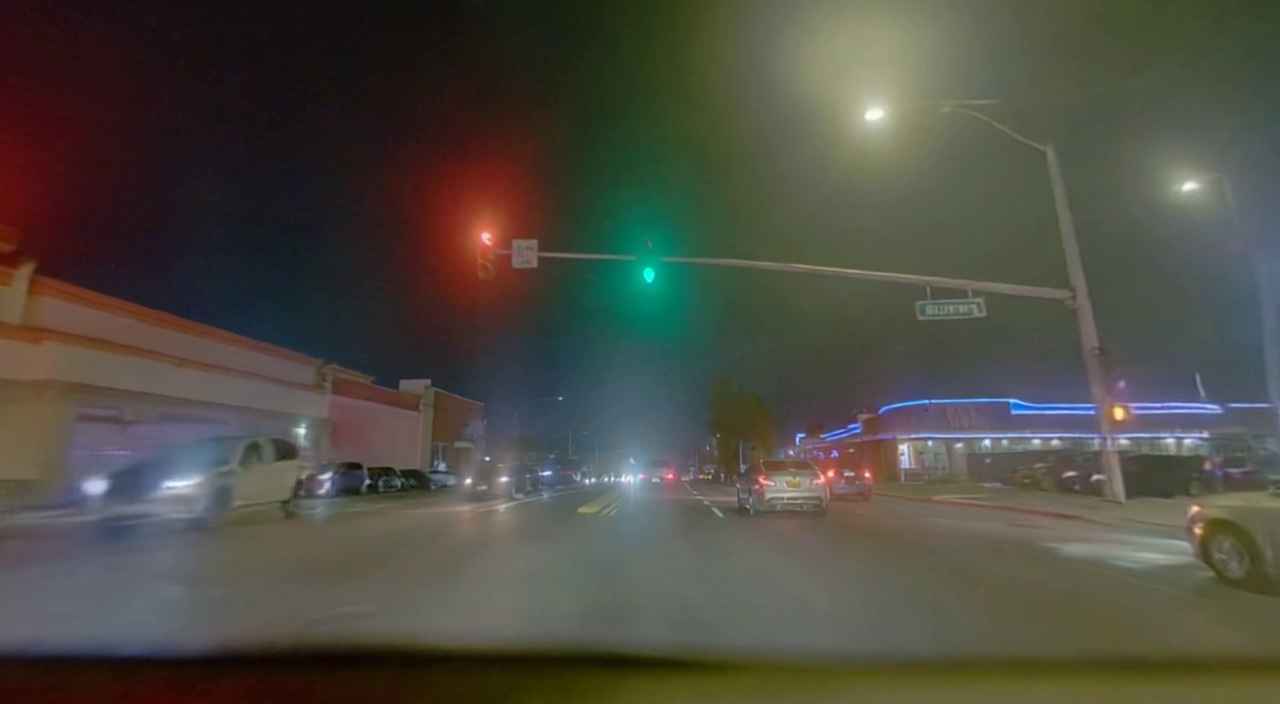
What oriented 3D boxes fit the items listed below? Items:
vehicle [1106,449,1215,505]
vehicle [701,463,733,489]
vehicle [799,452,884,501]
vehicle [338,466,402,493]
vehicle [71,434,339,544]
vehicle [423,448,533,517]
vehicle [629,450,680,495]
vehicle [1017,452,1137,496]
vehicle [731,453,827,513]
[{"bbox_3d":[16.049,3.731,19.360,2.052,1.399,4.373,-7,-10,44],"label":"vehicle"},{"bbox_3d":[5.846,9.425,48.193,2.036,1.719,4.318,0,-8,2],"label":"vehicle"},{"bbox_3d":[7.990,4.943,25.477,2.040,1.738,4.414,0,-8,1],"label":"vehicle"},{"bbox_3d":[-17.839,8.516,41.978,2.018,1.608,4.882,0,-12,1],"label":"vehicle"},{"bbox_3d":[-8.399,2.632,12.915,2.065,1.805,4.668,0,-8,1],"label":"vehicle"},{"bbox_3d":[-4.675,3.787,18.931,2.041,1.494,4.647,-2,-6,1],"label":"vehicle"},{"bbox_3d":[0.705,5.544,29.426,2.210,1.861,4.280,0,-8,2],"label":"vehicle"},{"bbox_3d":[16.339,4.479,23.483,4.964,1.453,2.184,8,-11,-38],"label":"vehicle"},{"bbox_3d":[4.008,3.838,19.037,1.963,1.484,4.609,0,-8,2],"label":"vehicle"}]
